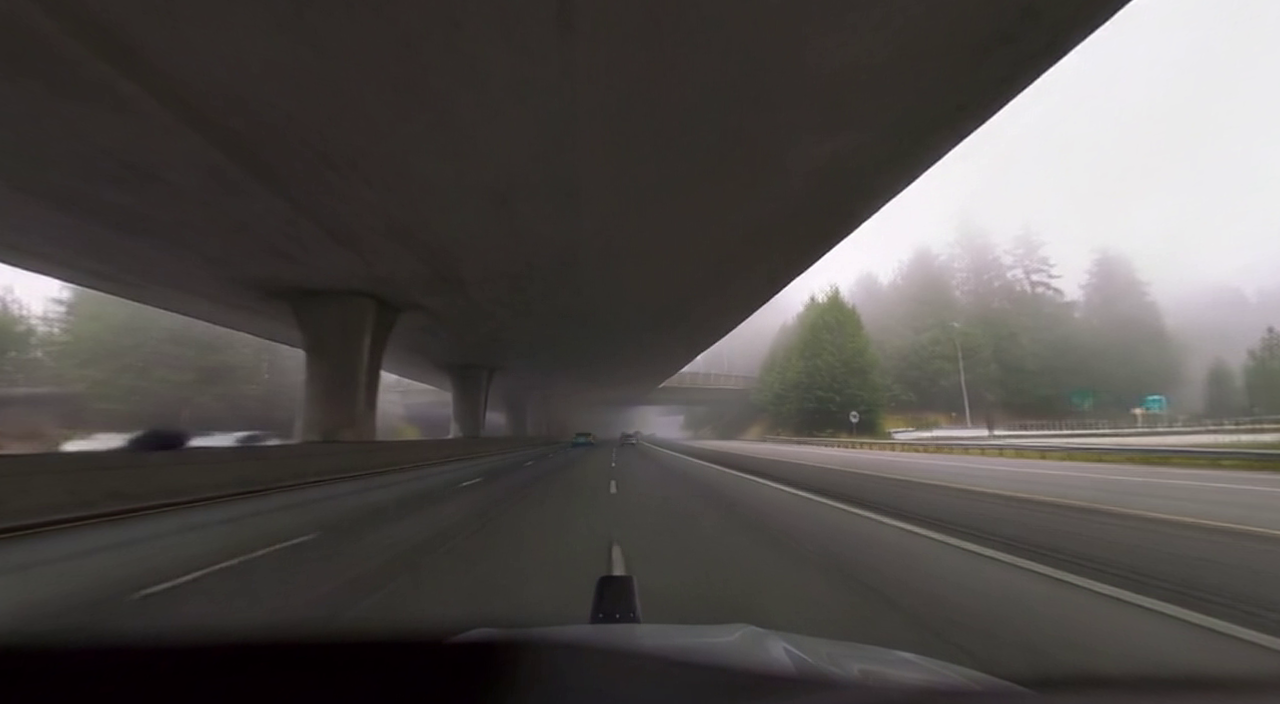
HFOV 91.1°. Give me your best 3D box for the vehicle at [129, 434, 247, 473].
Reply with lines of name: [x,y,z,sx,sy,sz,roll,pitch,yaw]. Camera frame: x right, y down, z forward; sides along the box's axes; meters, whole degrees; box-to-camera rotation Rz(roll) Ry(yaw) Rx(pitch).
vehicle: [-19.844,4.442,27.886,2.088,1.608,4.352,1,-8,-3]
